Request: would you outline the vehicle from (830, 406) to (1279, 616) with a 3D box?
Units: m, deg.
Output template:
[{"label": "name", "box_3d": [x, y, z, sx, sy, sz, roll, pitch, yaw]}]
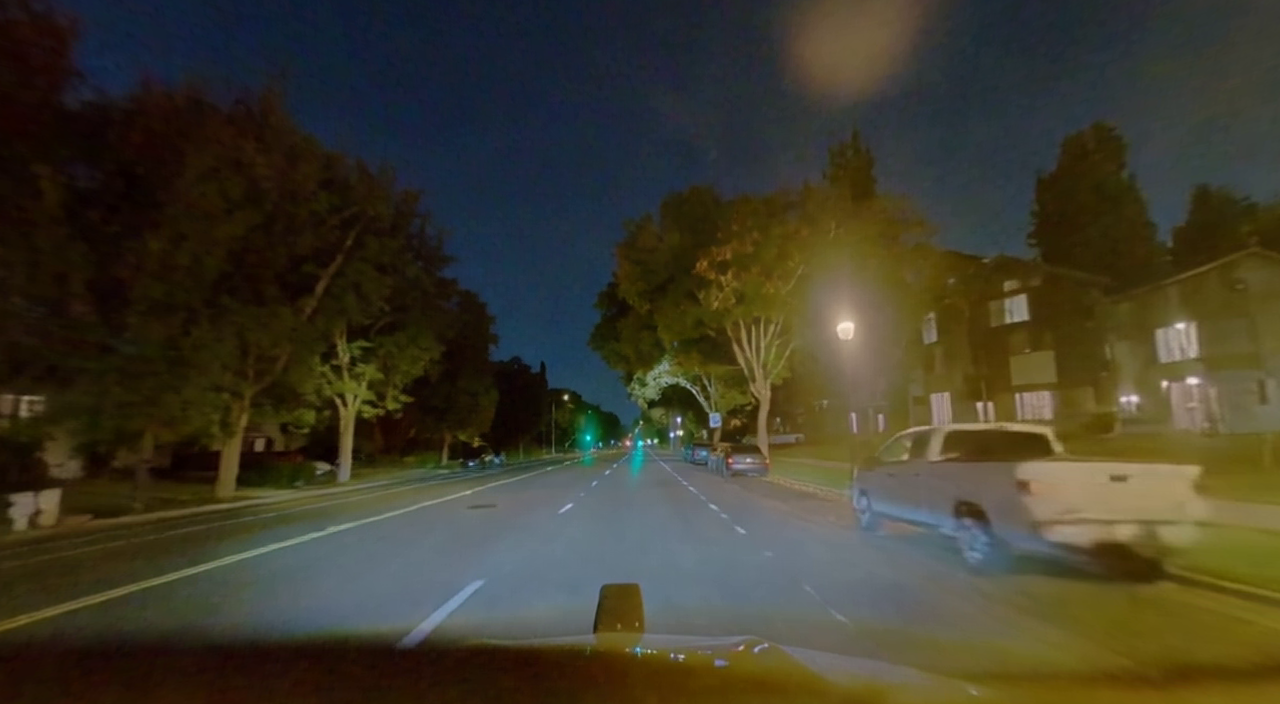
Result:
[{"label": "vehicle", "box_3d": [4.020, 1.586, 7.356, 1.999, 1.615, 4.513, -1, -8, -3]}]

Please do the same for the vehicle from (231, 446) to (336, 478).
[{"label": "vehicle", "box_3d": [-19.227, 5.936, 34.227, 4.446, 1.534, 2.018, -1, -8, 1]}]

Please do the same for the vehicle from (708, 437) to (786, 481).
[{"label": "vehicle", "box_3d": [4.077, 4.171, 24.899, 1.997, 1.510, 4.555, -1, -8, -4]}]

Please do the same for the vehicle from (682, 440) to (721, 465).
[{"label": "vehicle", "box_3d": [3.947, 6.539, 41.218, 2.002, 1.493, 4.652, -1, -8, -1]}]

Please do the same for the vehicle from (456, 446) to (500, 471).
[{"label": "vehicle", "box_3d": [-10.971, 7.204, 43.090, 1.895, 1.551, 4.229, -1, -8, 0]}]
